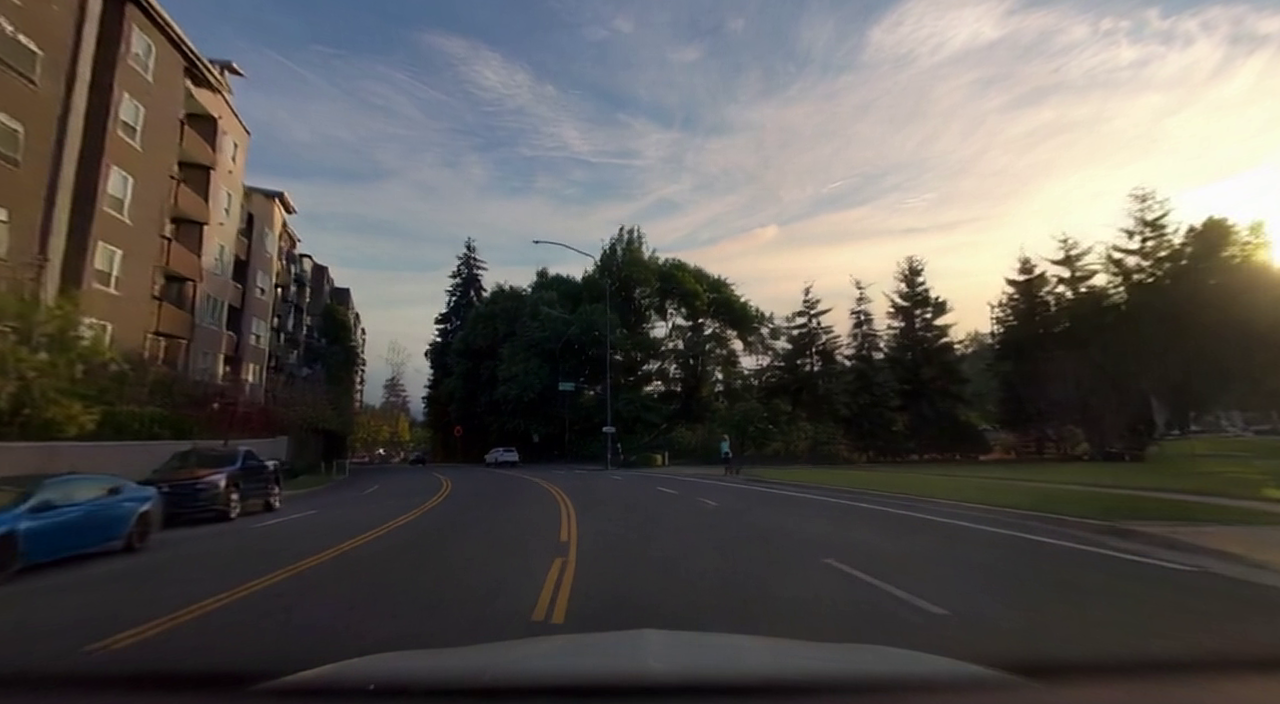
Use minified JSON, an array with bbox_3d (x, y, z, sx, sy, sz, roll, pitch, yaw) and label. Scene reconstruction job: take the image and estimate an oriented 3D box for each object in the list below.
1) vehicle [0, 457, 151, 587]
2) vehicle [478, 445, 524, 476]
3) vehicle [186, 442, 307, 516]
[{"bbox_3d":[-9.355,2.381,8.973,1.908,1.602,4.279,-1,-8,-10],"label":"vehicle"},{"bbox_3d":[-8.999,6.933,40.578,2.000,1.809,4.405,4,-9,-24],"label":"vehicle"},{"bbox_3d":[-11.791,3.756,19.266,2.055,1.921,4.533,3,-9,-19],"label":"vehicle"}]
